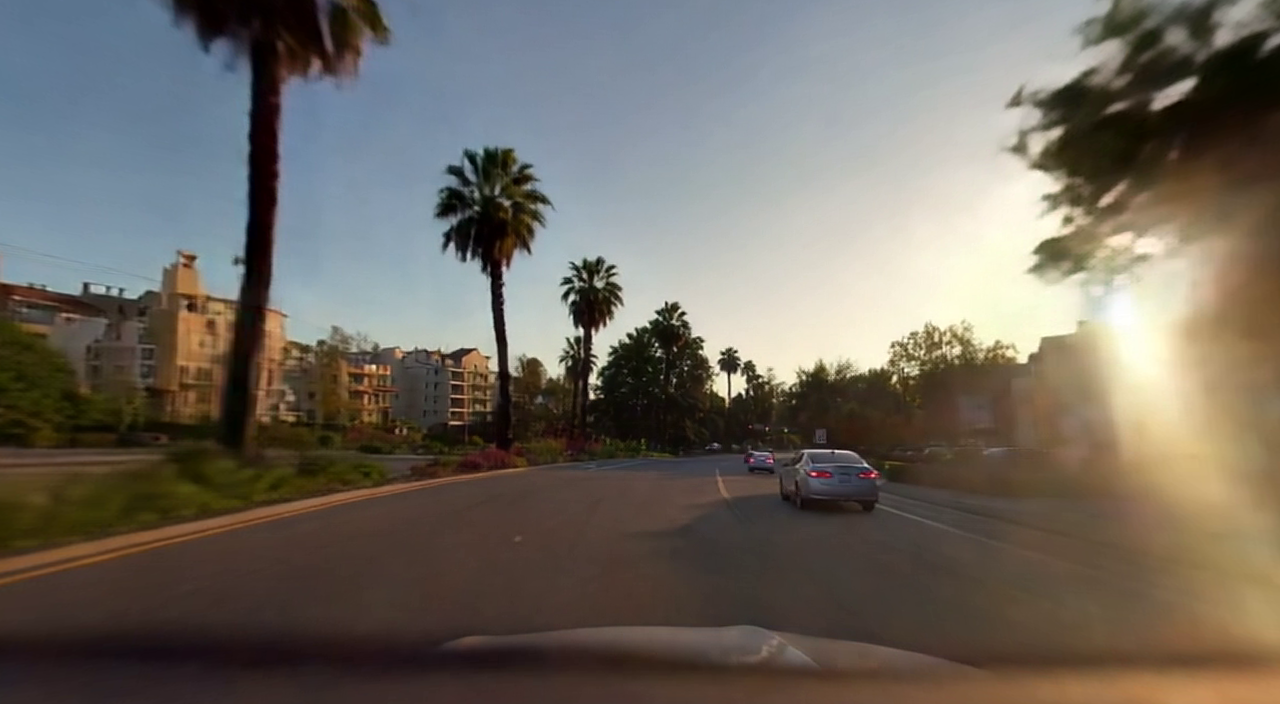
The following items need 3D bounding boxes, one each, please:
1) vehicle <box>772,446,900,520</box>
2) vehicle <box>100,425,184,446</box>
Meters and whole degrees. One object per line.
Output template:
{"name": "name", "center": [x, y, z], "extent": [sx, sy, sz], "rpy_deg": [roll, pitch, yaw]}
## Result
{"name": "vehicle", "center": [4.435, 2.993, 14.957], "extent": [1.993, 1.483, 3.821], "rpy_deg": [0, -9, 3]}
{"name": "vehicle", "center": [-38.167, 6.396, 48.479], "extent": [1.793, 1.450, 4.673], "rpy_deg": [-9, -11, 38]}
